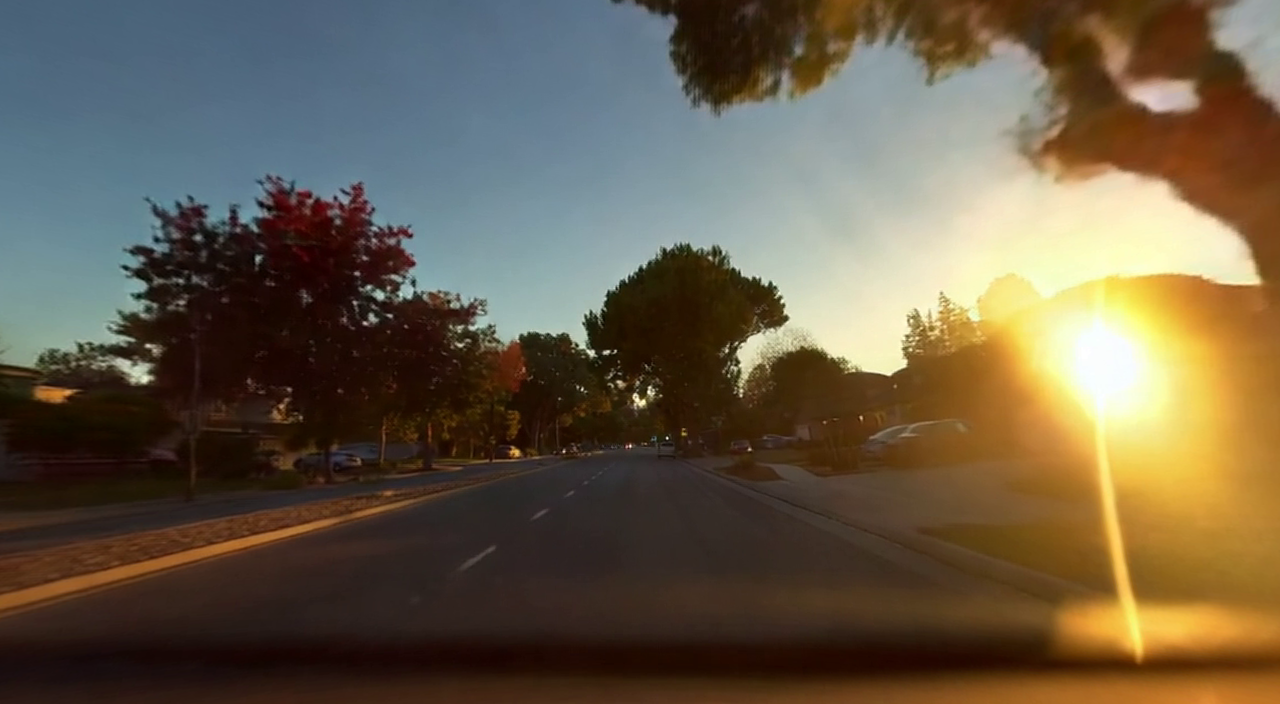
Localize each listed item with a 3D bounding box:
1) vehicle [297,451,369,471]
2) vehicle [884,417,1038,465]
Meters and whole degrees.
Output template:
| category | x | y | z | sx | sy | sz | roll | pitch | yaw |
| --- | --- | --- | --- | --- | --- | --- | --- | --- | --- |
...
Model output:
| category | x | y | z | sx | sy | sz | roll | pitch | yaw |
| --- | --- | --- | --- | --- | --- | --- | --- | --- | --- |
| vehicle | -24.059 | 8.560 | 49.595 | 4.595 | 1.491 | 1.902 | 0 | -9 | -1 |
| vehicle | 11.727 | 3.285 | 23.348 | 4.545 | 1.680 | 2.001 | -1 | -9 | 4 |
